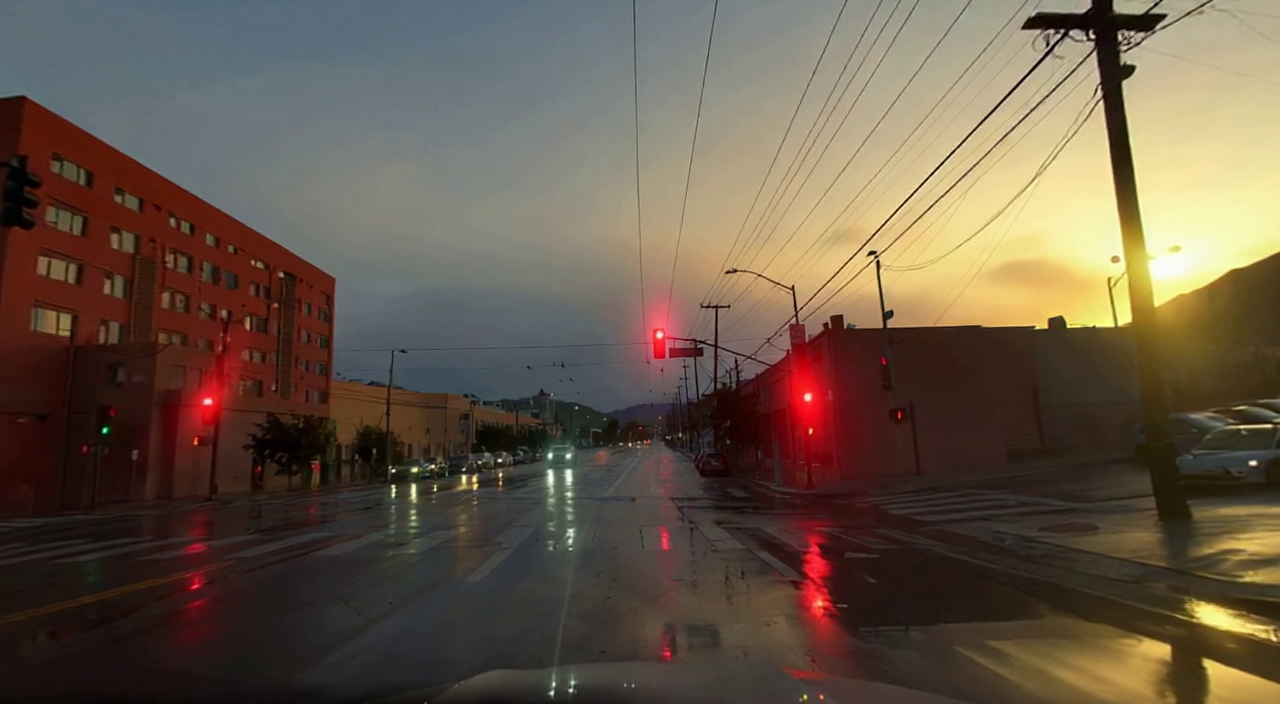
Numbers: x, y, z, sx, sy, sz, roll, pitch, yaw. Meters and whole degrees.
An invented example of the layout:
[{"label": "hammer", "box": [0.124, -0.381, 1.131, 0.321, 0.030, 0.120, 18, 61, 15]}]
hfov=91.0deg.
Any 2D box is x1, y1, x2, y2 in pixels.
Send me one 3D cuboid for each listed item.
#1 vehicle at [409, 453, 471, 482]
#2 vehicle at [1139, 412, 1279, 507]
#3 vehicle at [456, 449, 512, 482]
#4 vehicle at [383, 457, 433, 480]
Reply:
[{"label": "vehicle", "box": [-11.974, 6.946, 38.050, 1.943, 1.574, 4.727, 0, -9, 3]}, {"label": "vehicle", "box": [12.630, 2.152, 12.782, 3.234, 1.746, 1.941, -1, -9, 1]}, {"label": "vehicle", "box": [-8.733, 6.358, 35.553, 2.020, 1.672, 3.842, 0, -9, 3]}, {"label": "vehicle", "box": [-16.709, 8.369, 45.608, 1.843, 1.494, 4.109, 0, -9, 3]}]
